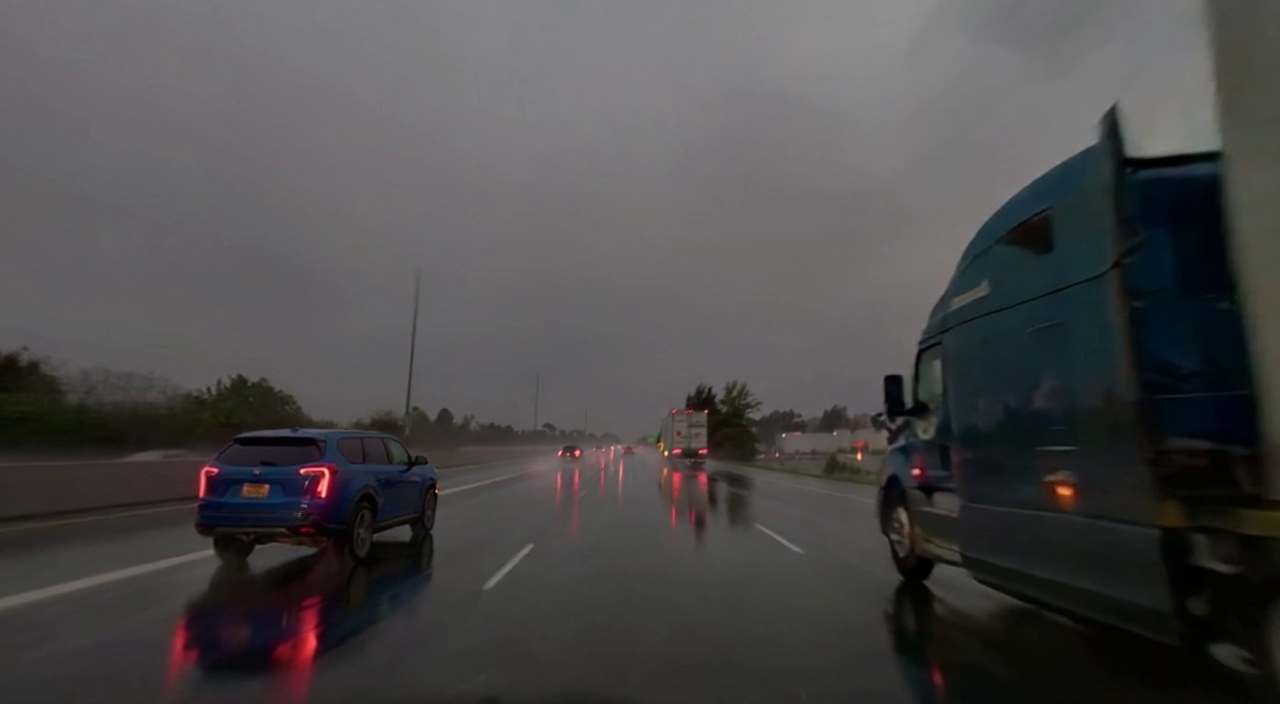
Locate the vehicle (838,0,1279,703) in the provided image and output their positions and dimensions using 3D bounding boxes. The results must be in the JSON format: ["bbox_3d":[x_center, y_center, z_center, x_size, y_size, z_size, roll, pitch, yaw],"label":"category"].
[{"bbox_3d":[4.227,0.178,5.176,3.030,3.918,6.108,0,-9,-1],"label":"vehicle"}]

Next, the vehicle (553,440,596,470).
[{"bbox_3d":[-3.911,6.238,38.225,2.139,1.716,4.530,0,-9,-1],"label":"vehicle"}]

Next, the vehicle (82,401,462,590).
[{"bbox_3d":[-4.143,1.708,8.315,2.202,1.760,4.617,0,-9,0],"label":"vehicle"}]
